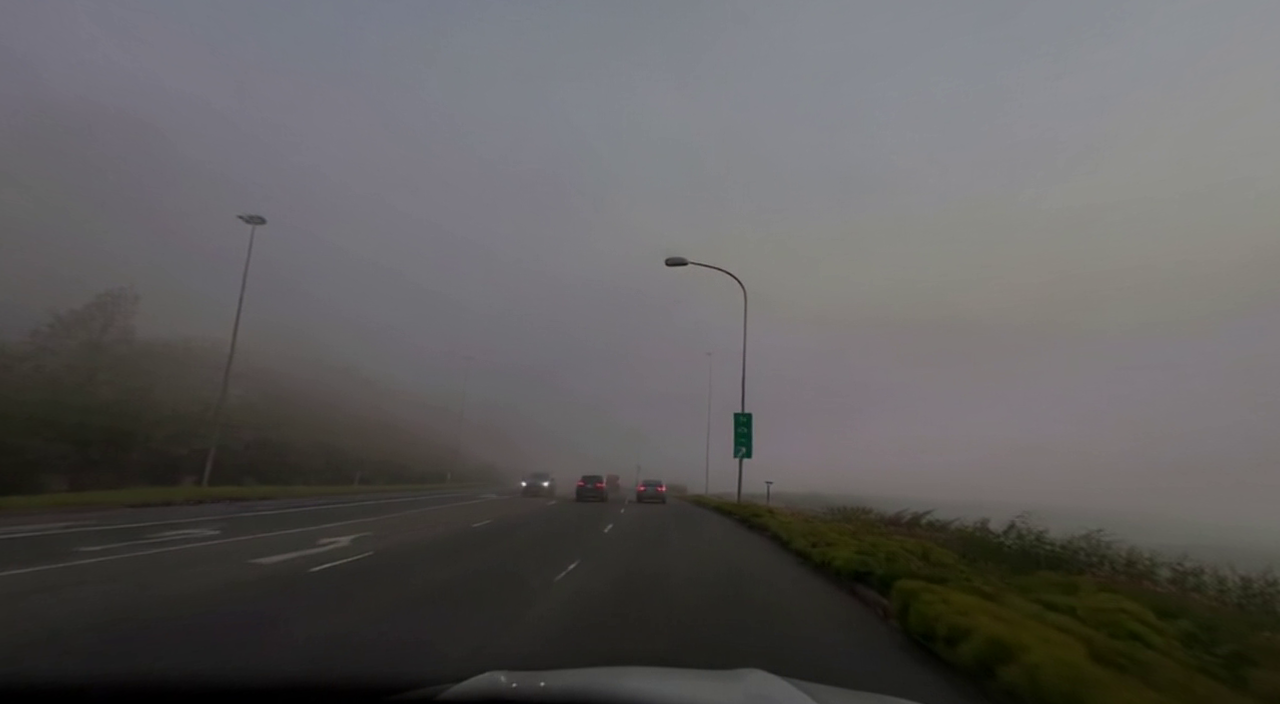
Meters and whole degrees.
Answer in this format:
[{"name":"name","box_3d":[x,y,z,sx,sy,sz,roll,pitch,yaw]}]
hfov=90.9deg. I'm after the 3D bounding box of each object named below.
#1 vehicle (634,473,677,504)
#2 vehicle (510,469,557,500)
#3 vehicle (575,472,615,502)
[{"name":"vehicle","box_3d":[0.791,7.334,34.044,2.129,1.471,4.258,1,-10,-1]},{"name":"vehicle","box_3d":[-5.965,7.438,35.696,2.016,1.573,4.259,1,-10,-1]},{"name":"vehicle","box_3d":[-2.501,7.672,36.067,2.030,1.441,4.806,1,-10,-1]}]
